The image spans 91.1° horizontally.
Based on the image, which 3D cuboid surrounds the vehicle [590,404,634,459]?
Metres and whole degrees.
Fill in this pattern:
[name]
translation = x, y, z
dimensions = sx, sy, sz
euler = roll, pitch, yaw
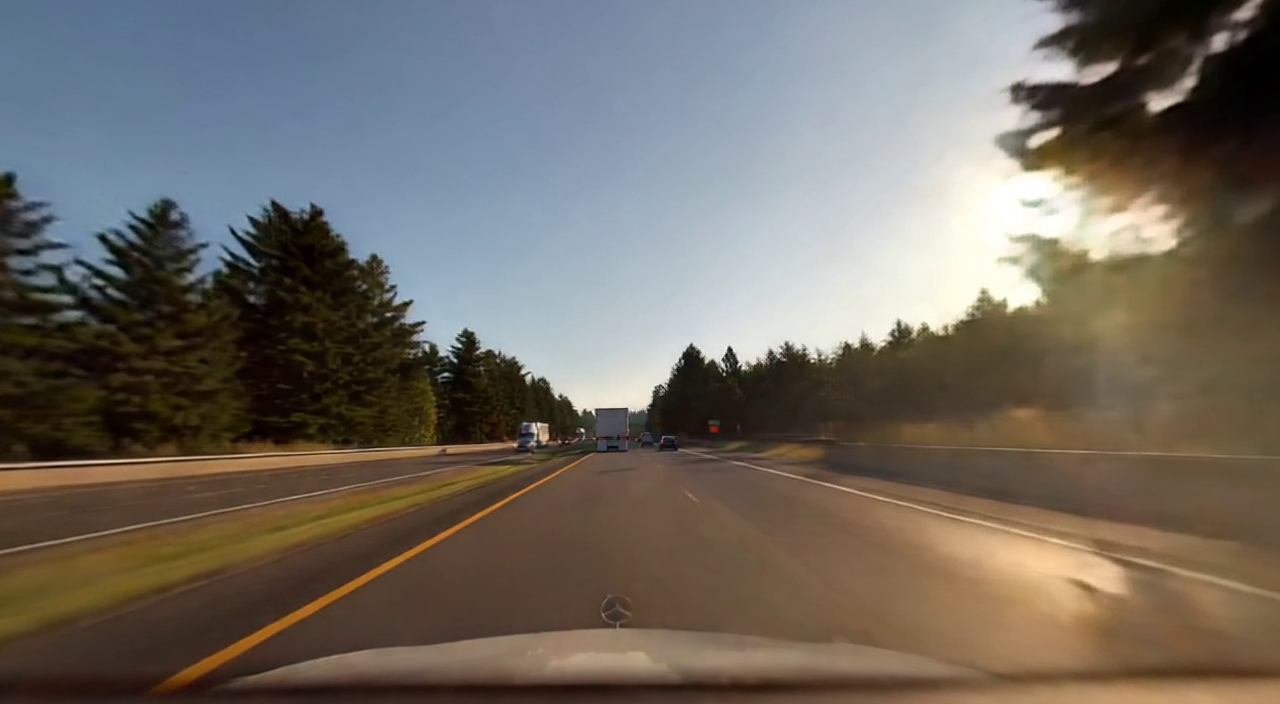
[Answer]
[vehicle]
translation = -1.742, 4.972, 39.139
dimensions = 2.450, 3.098, 6.965
euler = 0, -8, -2
